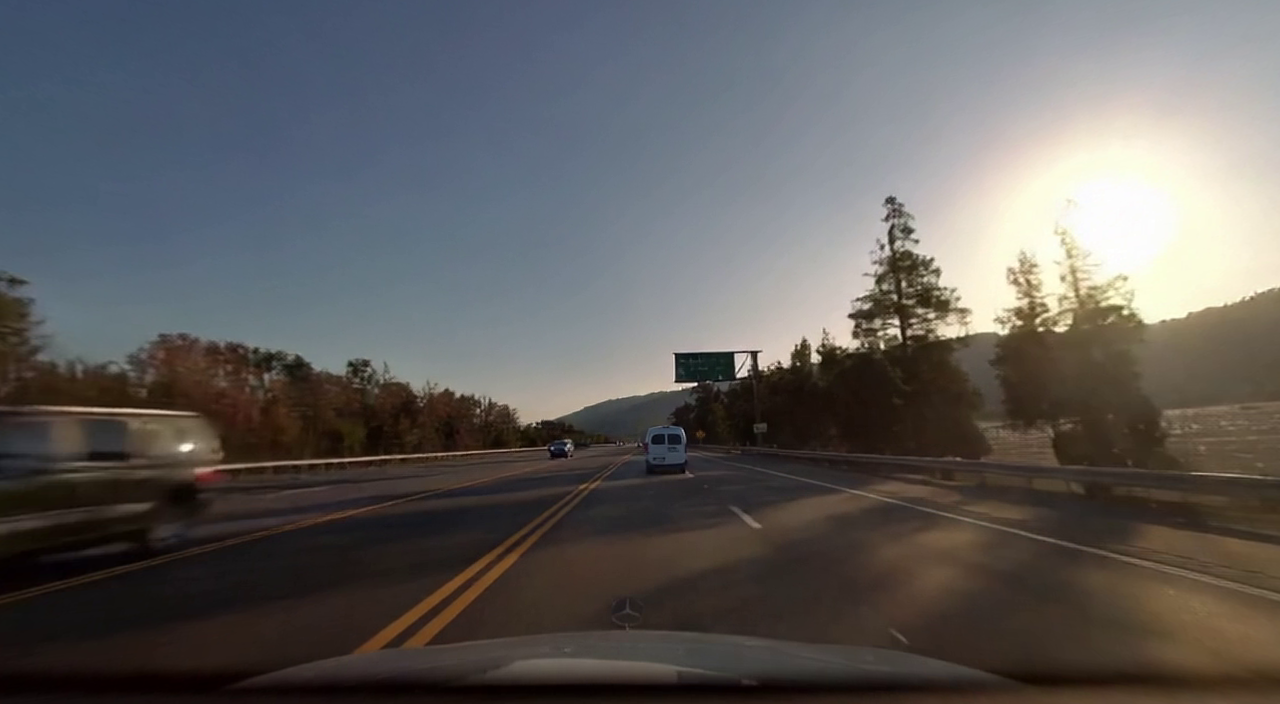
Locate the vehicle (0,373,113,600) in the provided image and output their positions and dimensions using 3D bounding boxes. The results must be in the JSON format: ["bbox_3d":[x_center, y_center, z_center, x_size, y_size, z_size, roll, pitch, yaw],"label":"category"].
[{"bbox_3d":[-7.735,1.162,4.987,2.546,2.262,5.135,0,-8,1],"label":"vehicle"}]

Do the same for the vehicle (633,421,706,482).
[{"bbox_3d":[1.005,3.682,23.549,2.469,2.027,4.554,0,-8,1],"label":"vehicle"}]

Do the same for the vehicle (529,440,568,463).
[{"bbox_3d":[-6.831,7.490,47.380,2.157,1.650,4.441,0,-8,1],"label":"vehicle"}]
